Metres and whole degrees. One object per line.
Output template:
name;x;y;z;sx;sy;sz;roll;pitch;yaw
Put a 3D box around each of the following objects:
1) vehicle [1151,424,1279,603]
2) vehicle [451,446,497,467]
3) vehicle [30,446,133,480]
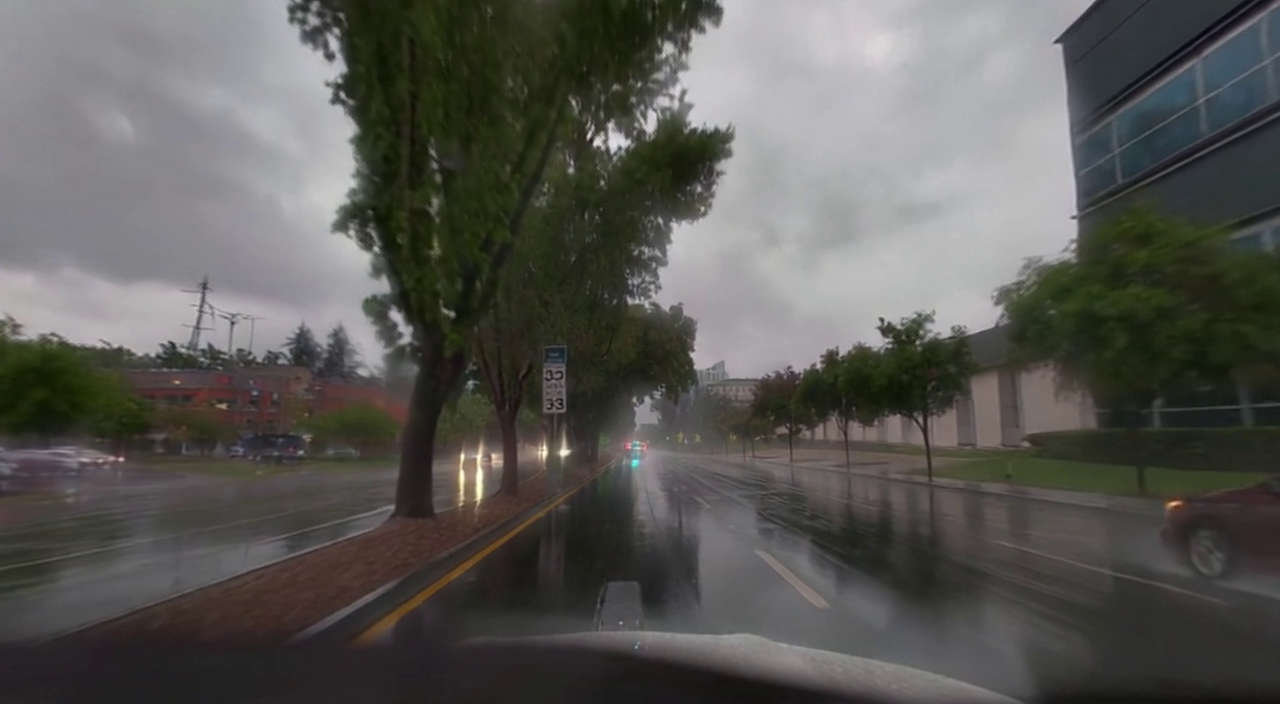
vehicle;6.559;1.201;4.197;2.088;1.524;5.085;0;-9;0
vehicle;-12.697;8.021;48.683;2.163;1.576;4.704;0;-9;1
vehicle;-35.771;7.080;40.697;2.083;2.034;5.018;0;-9;-2
